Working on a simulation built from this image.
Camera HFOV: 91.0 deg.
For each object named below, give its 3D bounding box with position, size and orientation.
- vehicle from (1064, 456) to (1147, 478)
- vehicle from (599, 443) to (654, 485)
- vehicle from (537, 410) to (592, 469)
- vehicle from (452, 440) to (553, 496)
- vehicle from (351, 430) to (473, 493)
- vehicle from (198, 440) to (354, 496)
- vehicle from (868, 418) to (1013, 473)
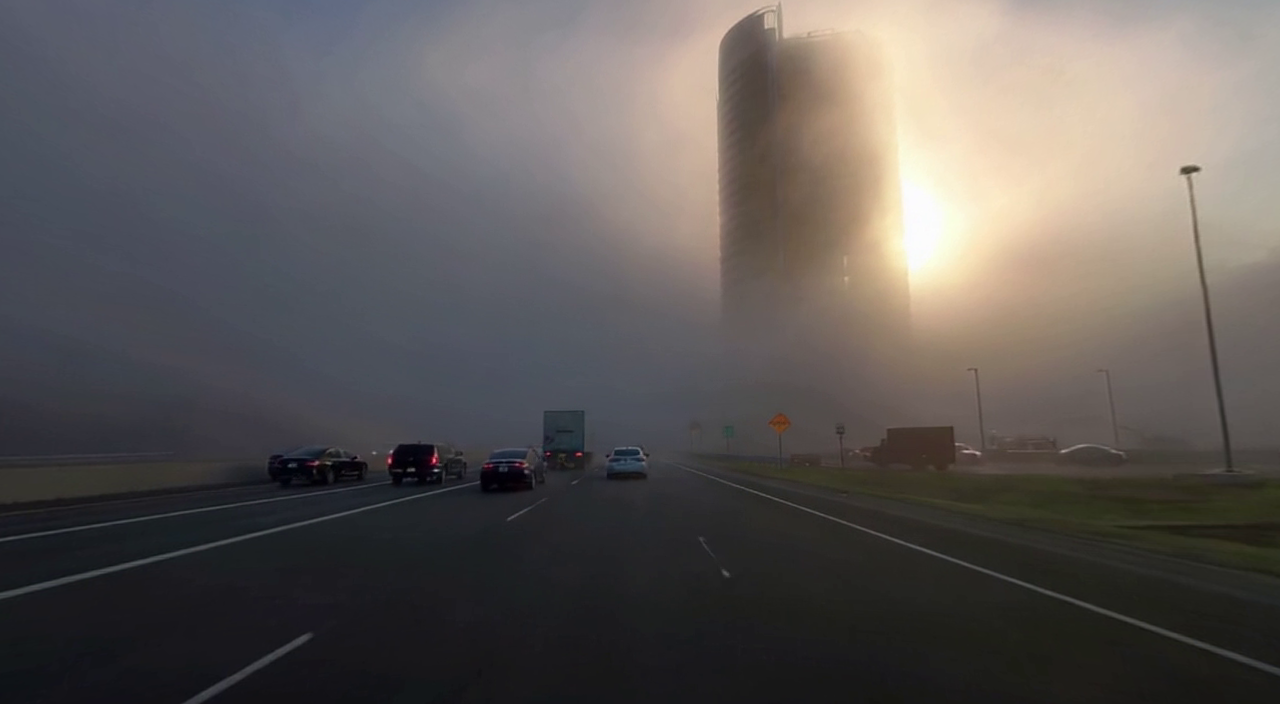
[{"bbox_3d":[32.868,8.124,44.577,4.258,1.498,1.904,-1,-9,5],"label":"vehicle"},{"bbox_3d":[-0.500,4.356,24.839,1.991,1.488,3.922,0,-9,0],"label":"vehicle"},{"bbox_3d":[-4.690,5.712,40.732,2.955,3.359,8.322,1,-9,-3],"label":"vehicle"},{"bbox_3d":[-4.035,3.477,19.234,2.016,1.497,4.235,0,-9,1],"label":"vehicle"},{"bbox_3d":[-7.431,3.618,21.158,2.190,1.821,4.800,0,-9,1],"label":"vehicle"},{"bbox_3d":[-10.960,3.494,19.463,1.987,1.495,4.710,0,-9,0],"label":"vehicle"},{"bbox_3d":[23.126,7.272,49.001,3.015,3.855,9.519,9,-12,-43],"label":"vehicle"}]
